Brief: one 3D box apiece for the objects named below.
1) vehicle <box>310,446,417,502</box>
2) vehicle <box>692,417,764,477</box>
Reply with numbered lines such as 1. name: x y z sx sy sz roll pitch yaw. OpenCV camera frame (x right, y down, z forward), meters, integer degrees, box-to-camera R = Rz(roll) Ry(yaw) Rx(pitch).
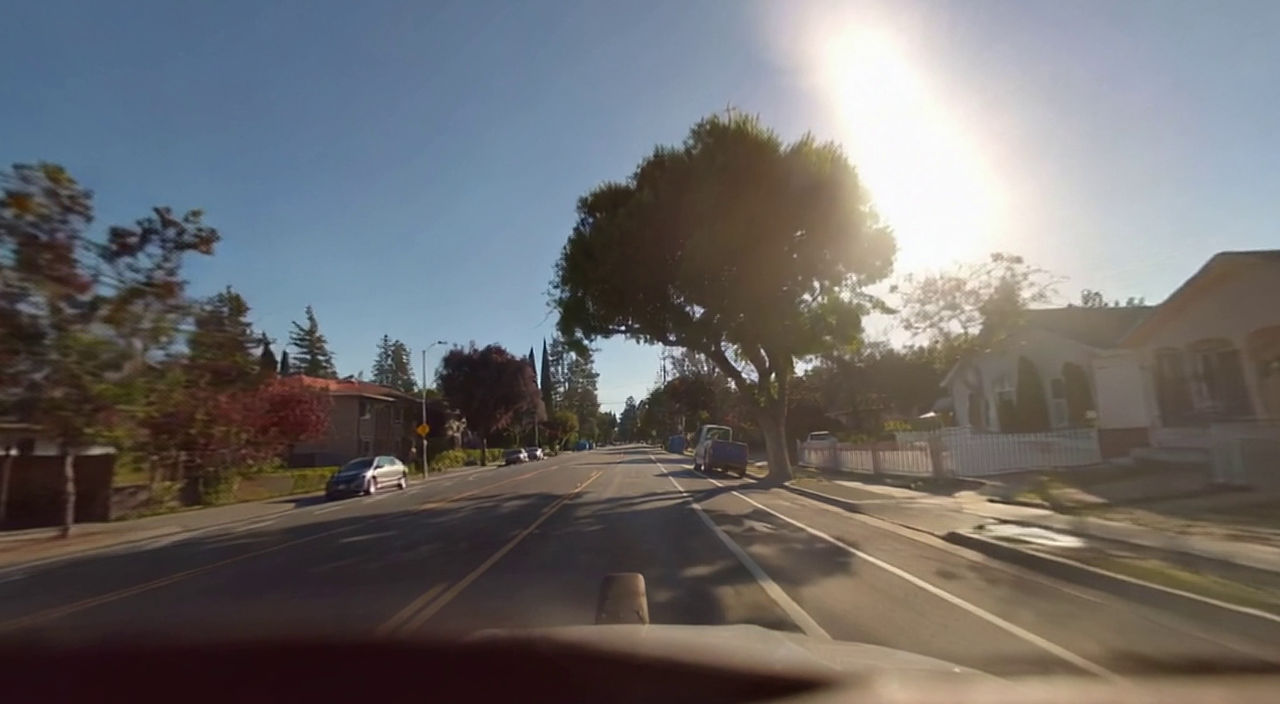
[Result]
1. vehicle: -11.248 4.921 26.135 2.301 1.855 4.983 -5 -8 -2
2. vehicle: 3.882 4.390 29.165 2.459 2.452 5.731 1 -8 -1
